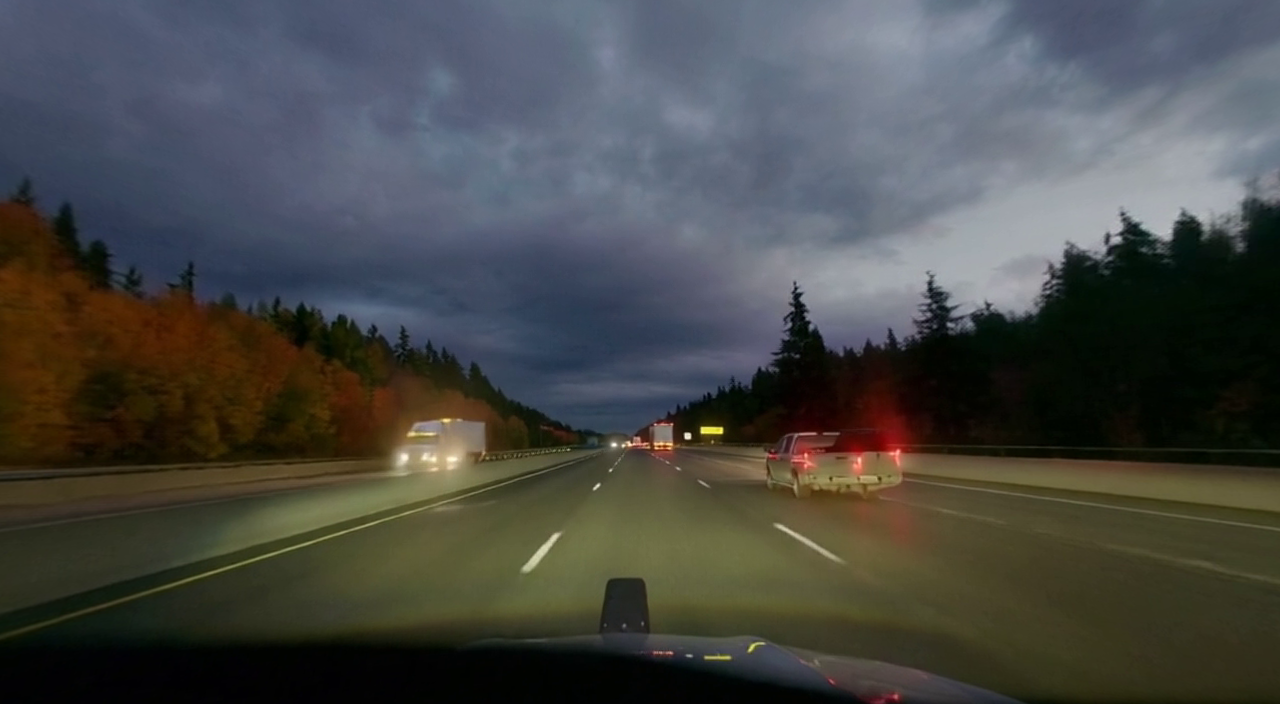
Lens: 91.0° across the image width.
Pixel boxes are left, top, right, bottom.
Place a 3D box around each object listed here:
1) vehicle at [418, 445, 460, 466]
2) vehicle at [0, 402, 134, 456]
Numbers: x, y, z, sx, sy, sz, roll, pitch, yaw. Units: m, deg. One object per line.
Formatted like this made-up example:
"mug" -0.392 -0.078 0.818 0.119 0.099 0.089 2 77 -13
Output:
"vehicle" -15.382 7.943 48.382 1.757 1.521 4.154 0 -8 1
"vehicle" -47.279 5.591 45.534 3.037 3.868 17.413 -3 -8 19
